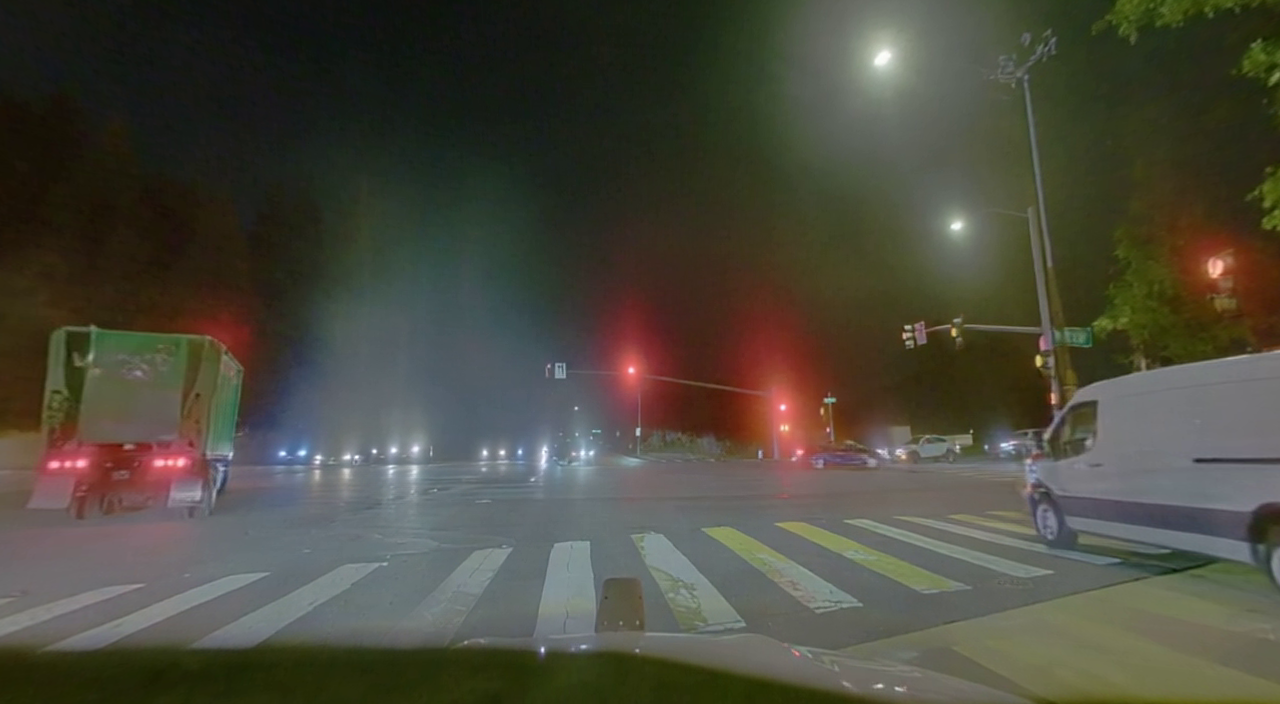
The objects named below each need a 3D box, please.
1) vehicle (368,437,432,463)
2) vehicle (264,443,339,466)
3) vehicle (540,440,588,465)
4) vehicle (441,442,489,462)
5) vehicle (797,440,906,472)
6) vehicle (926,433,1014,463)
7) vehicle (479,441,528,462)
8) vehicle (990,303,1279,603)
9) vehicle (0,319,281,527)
[{"bbox_3d":[-17.384,7.148,46.005,2.189,1.753,4.785,-1,-9,8],"label":"vehicle"},{"bbox_3d":[-21.831,6.640,40.986,1.859,1.415,4.591,-1,-9,8],"label":"vehicle"},{"bbox_3d":[-4.935,6.428,40.456,2.086,1.487,4.846,3,-9,-18],"label":"vehicle"},{"bbox_3d":[-13.191,7.595,47.859,1.845,1.426,4.289,-1,-9,8],"label":"vehicle"},{"bbox_3d":[9.812,4.866,29.604,4.487,1.415,1.911,-1,-9,7],"label":"vehicle"},{"bbox_3d":[20.051,5.809,38.294,5.244,1.717,1.897,4,-10,-26],"label":"vehicle"},{"bbox_3d":[-10.148,7.464,47.384,2.097,1.484,4.596,-1,-9,7],"label":"vehicle"},{"bbox_3d":[6.544,1.065,6.779,2.332,2.511,5.326,0,-9,-2],"label":"vehicle"},{"bbox_3d":[-9.844,1.589,13.496,3.112,3.230,6.726,5,-9,-25],"label":"vehicle"}]
